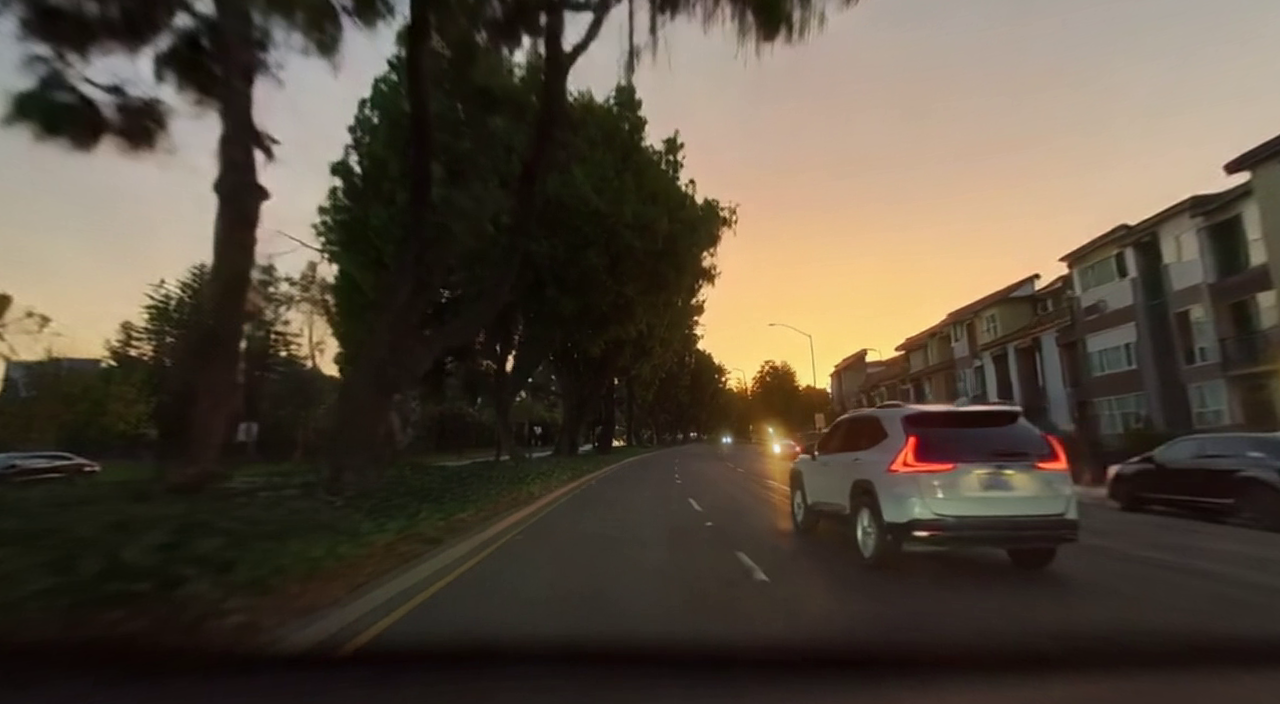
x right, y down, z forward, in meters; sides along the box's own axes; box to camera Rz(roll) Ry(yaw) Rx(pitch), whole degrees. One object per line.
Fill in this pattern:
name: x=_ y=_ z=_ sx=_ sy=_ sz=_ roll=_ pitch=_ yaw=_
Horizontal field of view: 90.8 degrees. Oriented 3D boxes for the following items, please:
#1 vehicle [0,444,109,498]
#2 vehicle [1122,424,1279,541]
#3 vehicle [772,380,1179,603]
vehicle: x=-19.108 y=3.655 z=19.270 sx=1.908 sy=1.500 sz=4.470 roll=-3 pitch=-10 yaw=1
vehicle: x=10.192 y=2.011 z=9.634 sx=2.037 sy=1.655 sz=4.760 roll=4 pitch=-8 yaw=1
vehicle: x=3.235 y=1.475 z=7.526 sx=2.215 sy=1.812 sz=4.569 roll=0 pitch=-9 yaw=-1
